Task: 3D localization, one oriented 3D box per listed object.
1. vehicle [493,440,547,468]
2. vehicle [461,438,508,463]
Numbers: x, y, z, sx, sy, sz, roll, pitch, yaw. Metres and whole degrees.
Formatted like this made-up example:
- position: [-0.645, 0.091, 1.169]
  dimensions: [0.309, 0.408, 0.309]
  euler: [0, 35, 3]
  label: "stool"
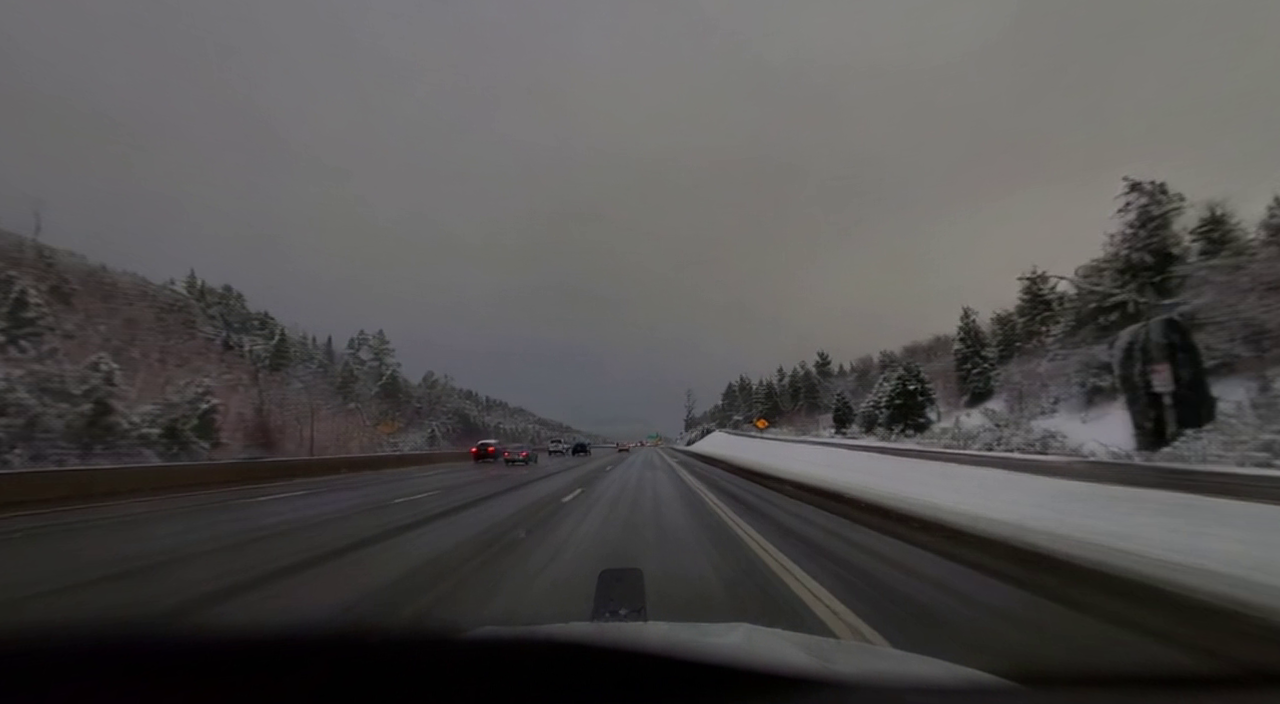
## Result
- position: [-6.814, 5.843, 36.196]
  dimensions: [2.107, 1.484, 4.449]
  euler: [0, -9, 2]
  label: "vehicle"
- position: [-11.114, 7.083, 45.401]
  dimensions: [2.020, 1.645, 4.629]
  euler: [0, -9, 2]
  label: "vehicle"
